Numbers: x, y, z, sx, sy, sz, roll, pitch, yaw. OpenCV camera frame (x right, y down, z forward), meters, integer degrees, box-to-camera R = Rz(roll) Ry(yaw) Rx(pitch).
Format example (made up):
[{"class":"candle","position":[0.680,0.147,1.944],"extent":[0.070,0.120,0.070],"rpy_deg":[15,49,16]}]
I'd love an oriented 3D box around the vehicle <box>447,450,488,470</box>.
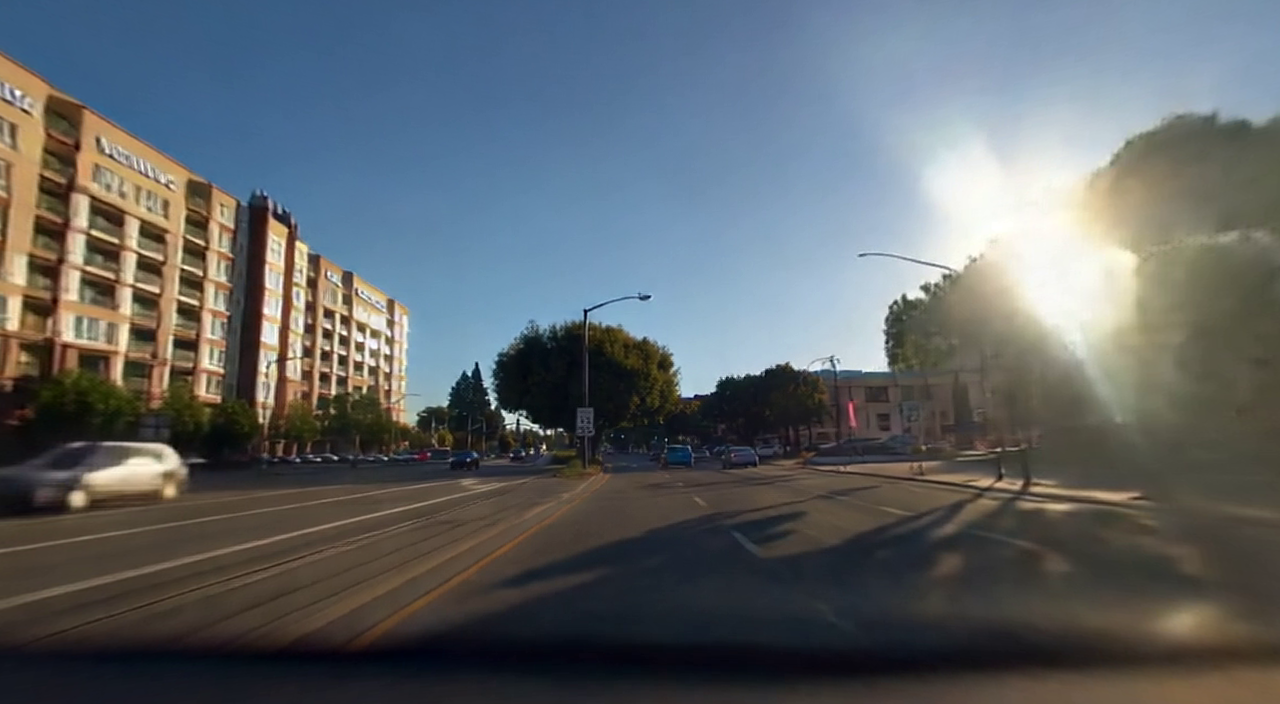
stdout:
[{"class":"vehicle","position":[-13.387,8.427,49.393],"extent":[1.946,1.441,4.661],"rpy_deg":[0,-9,-1]}]

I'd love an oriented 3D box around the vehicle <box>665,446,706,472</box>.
[{"class":"vehicle","position":[2.794,6.728,39.893],"extent":[2.020,1.479,4.650],"rpy_deg":[0,-9,-3]}]

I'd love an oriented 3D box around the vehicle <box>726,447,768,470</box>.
[{"class":"vehicle","position":[7.052,7.053,42.075],"extent":[1.932,1.439,4.159],"rpy_deg":[0,-9,-3]}]

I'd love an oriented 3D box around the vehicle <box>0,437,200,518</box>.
[{"class":"vehicle","position":[-13.473,2.998,15.632],"extent":[1.953,1.688,4.435],"rpy_deg":[0,-9,0]}]
